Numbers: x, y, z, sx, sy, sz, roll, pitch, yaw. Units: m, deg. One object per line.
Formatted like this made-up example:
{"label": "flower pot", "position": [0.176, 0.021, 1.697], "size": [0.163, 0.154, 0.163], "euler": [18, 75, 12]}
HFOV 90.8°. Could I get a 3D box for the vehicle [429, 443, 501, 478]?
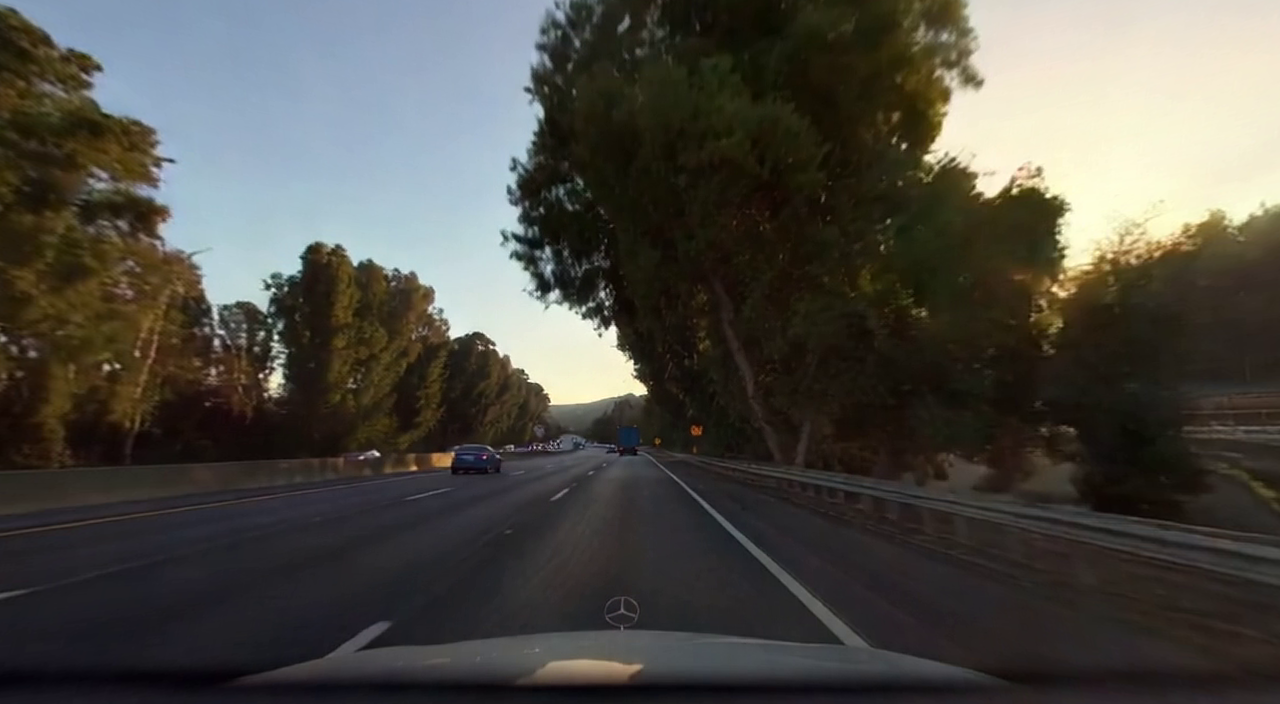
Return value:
{"label": "vehicle", "position": [-8.175, 5.100, 29.975], "size": [2.155, 1.504, 4.490], "euler": [0, -8, 0]}
